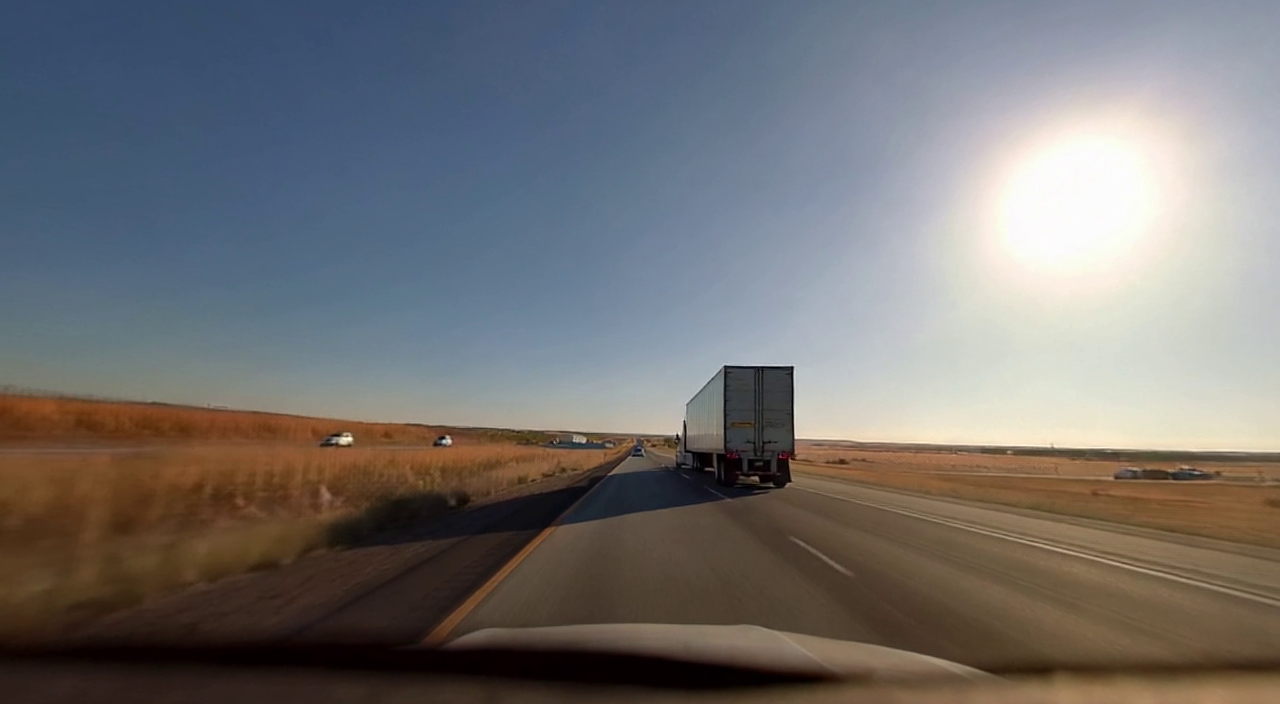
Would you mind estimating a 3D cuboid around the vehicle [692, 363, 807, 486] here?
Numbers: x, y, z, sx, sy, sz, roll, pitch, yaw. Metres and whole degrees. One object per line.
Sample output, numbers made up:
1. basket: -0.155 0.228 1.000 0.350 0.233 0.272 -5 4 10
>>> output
1. vehicle: 4.240 3.446 27.955 2.818 4.206 12.987 0 -9 0
